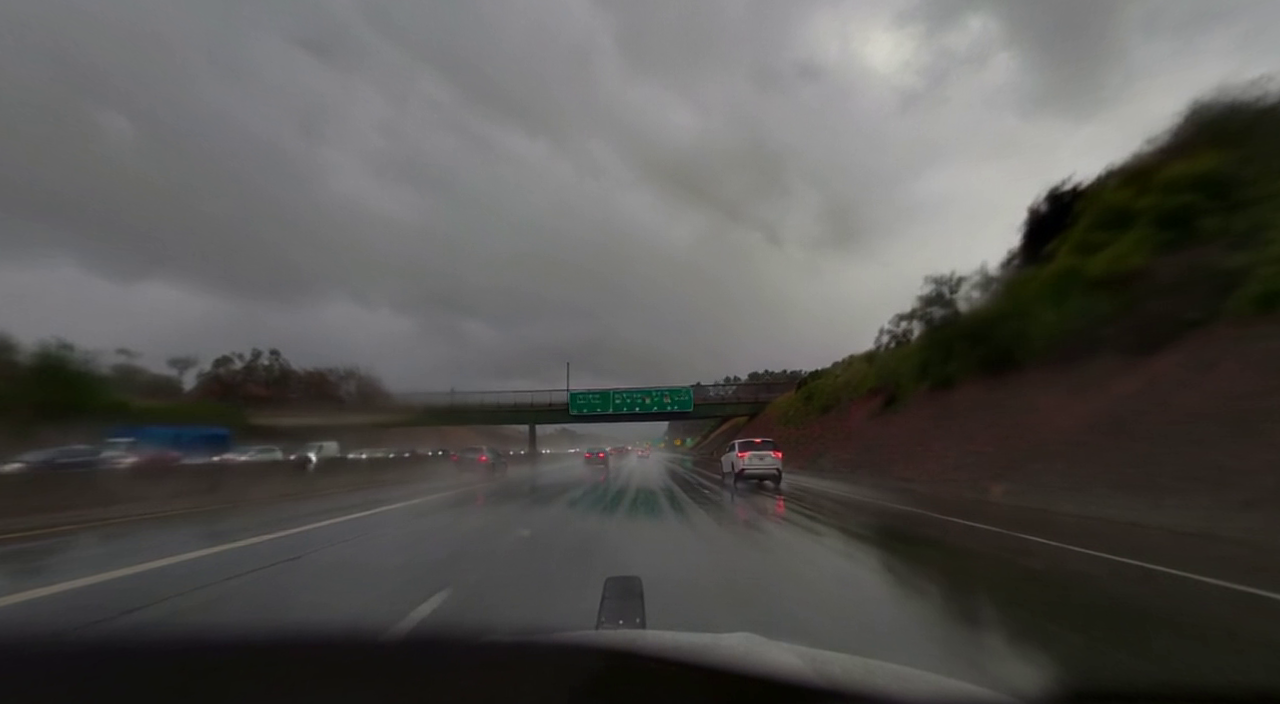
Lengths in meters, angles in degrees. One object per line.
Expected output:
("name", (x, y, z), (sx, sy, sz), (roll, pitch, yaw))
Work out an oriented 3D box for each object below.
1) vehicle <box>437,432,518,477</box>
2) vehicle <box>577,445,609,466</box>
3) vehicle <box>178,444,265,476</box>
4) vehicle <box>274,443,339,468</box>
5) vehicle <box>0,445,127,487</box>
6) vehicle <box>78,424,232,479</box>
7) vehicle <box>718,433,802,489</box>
("vehicle", (-7.711, 4.958, 30.563), (2.341, 1.959, 5.684), (0, -9, 1))
("vehicle", (-3.523, 7.908, 48.290), (2.067, 1.528, 4.551), (0, -9, 1))
("vehicle", (-25.458, 6.568, 38.539), (2.032, 1.772, 4.753), (0, -9, 0))
("vehicle", (-25.206, 7.854, 47.843), (2.090, 1.746, 5.035), (0, -9, 0))
("vehicle", (-25.418, 4.891, 27.456), (1.980, 1.634, 4.800), (0, -9, 0))
("vehicle", (-33.044, 6.863, 43.637), (2.868, 3.365, 9.661), (0, -9, 0))
("vehicle", (4.012, 3.721, 21.842), (1.990, 1.735, 4.276), (0, -9, -1))
